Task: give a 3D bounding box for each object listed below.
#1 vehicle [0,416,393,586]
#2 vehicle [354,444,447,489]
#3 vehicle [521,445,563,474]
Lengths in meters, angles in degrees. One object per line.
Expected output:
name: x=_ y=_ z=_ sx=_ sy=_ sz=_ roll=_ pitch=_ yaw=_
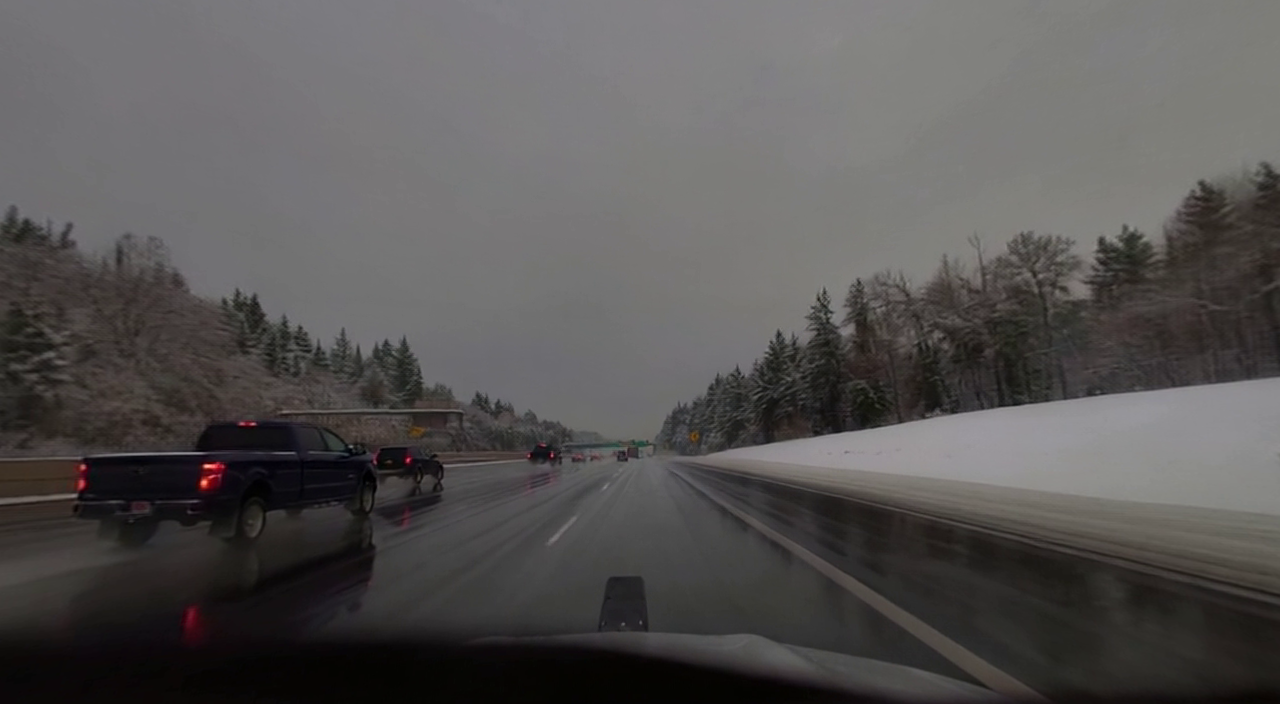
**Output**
vehicle: x=-6.340 y=2.040 z=9.868 sx=2.403 sy=1.773 sz=6.276 roll=0 pitch=-8 yaw=0
vehicle: x=-9.799 y=4.683 z=26.256 sx=2.060 sy=1.662 sz=4.469 roll=0 pitch=-8 yaw=1
vehicle: x=-6.228 y=6.844 z=40.579 sx=2.009 sy=1.735 sz=4.358 roll=0 pitch=-8 yaw=0
